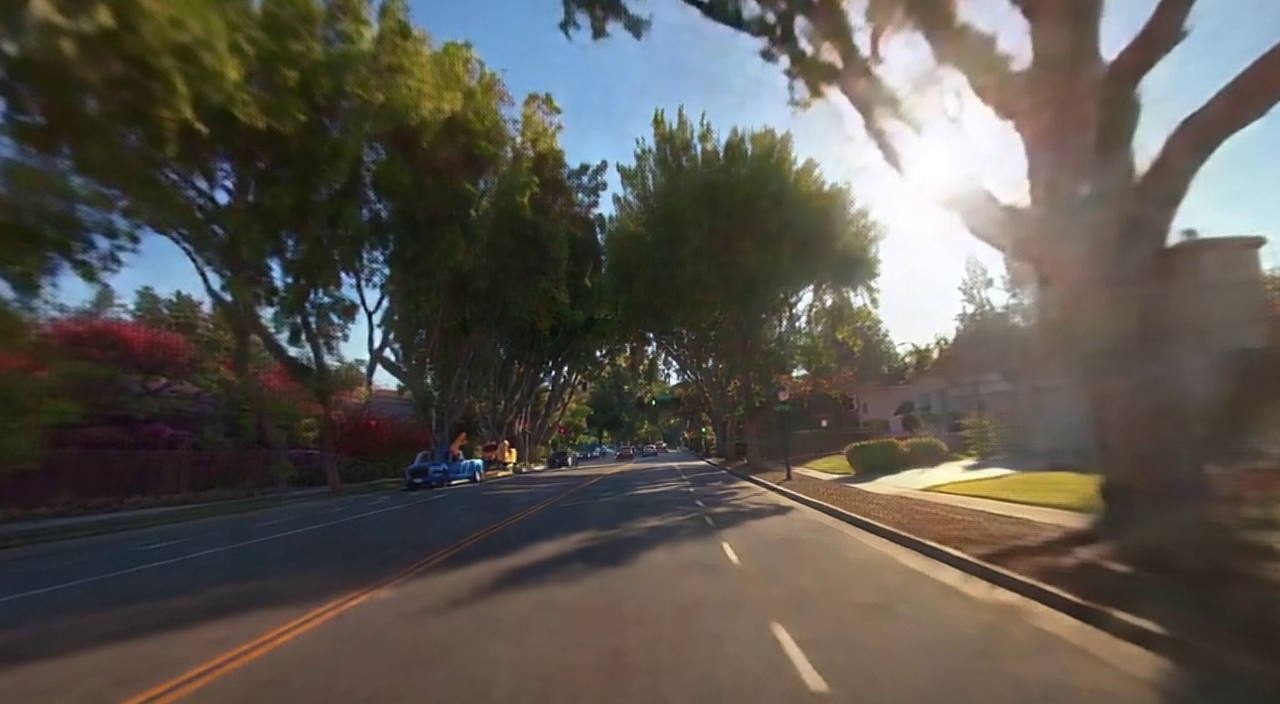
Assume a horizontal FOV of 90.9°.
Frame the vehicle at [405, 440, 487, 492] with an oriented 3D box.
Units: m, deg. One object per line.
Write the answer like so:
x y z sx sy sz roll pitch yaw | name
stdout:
-8.312 4.874 27.449 1.998 1.814 4.559 -4 -7 1 | vehicle
